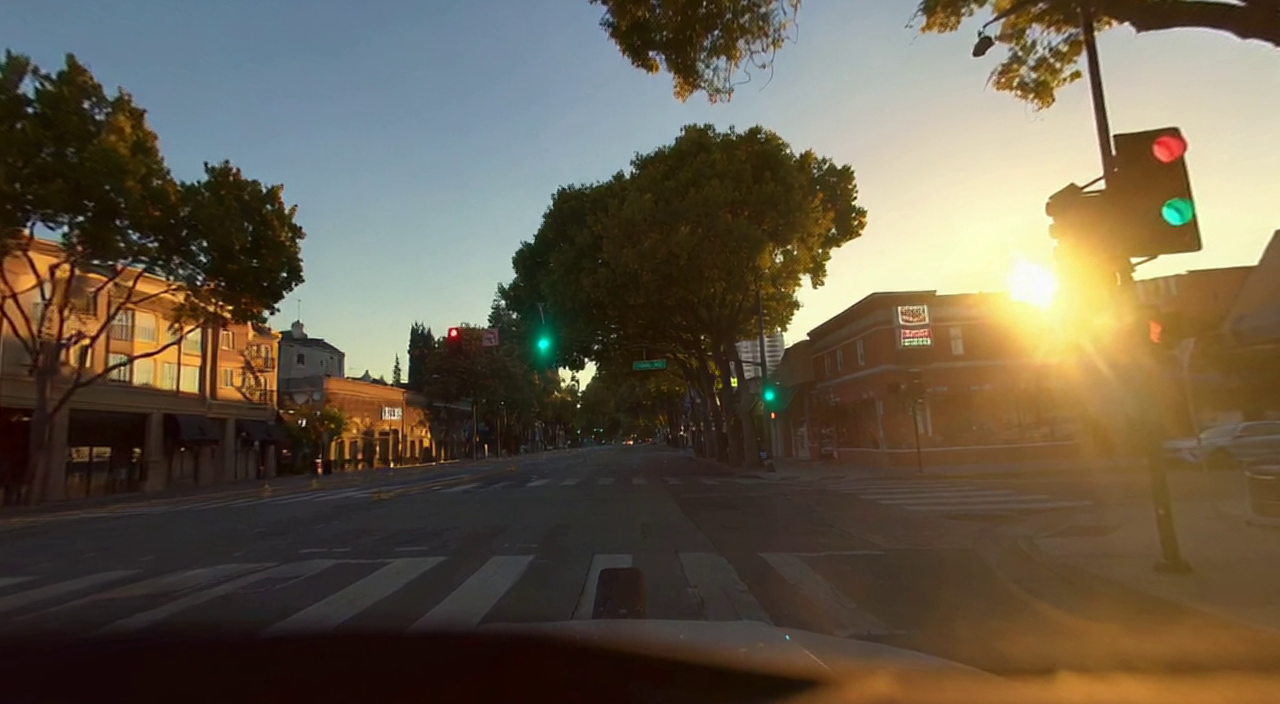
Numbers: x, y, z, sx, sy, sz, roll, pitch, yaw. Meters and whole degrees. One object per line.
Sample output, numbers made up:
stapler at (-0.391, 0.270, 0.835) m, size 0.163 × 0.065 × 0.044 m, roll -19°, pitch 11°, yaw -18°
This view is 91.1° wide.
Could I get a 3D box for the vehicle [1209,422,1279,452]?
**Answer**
vehicle at (35.321, 4.737, 35.345) m, size 4.493 × 1.453 × 1.849 m, roll -4°, pitch -9°, yaw 2°
